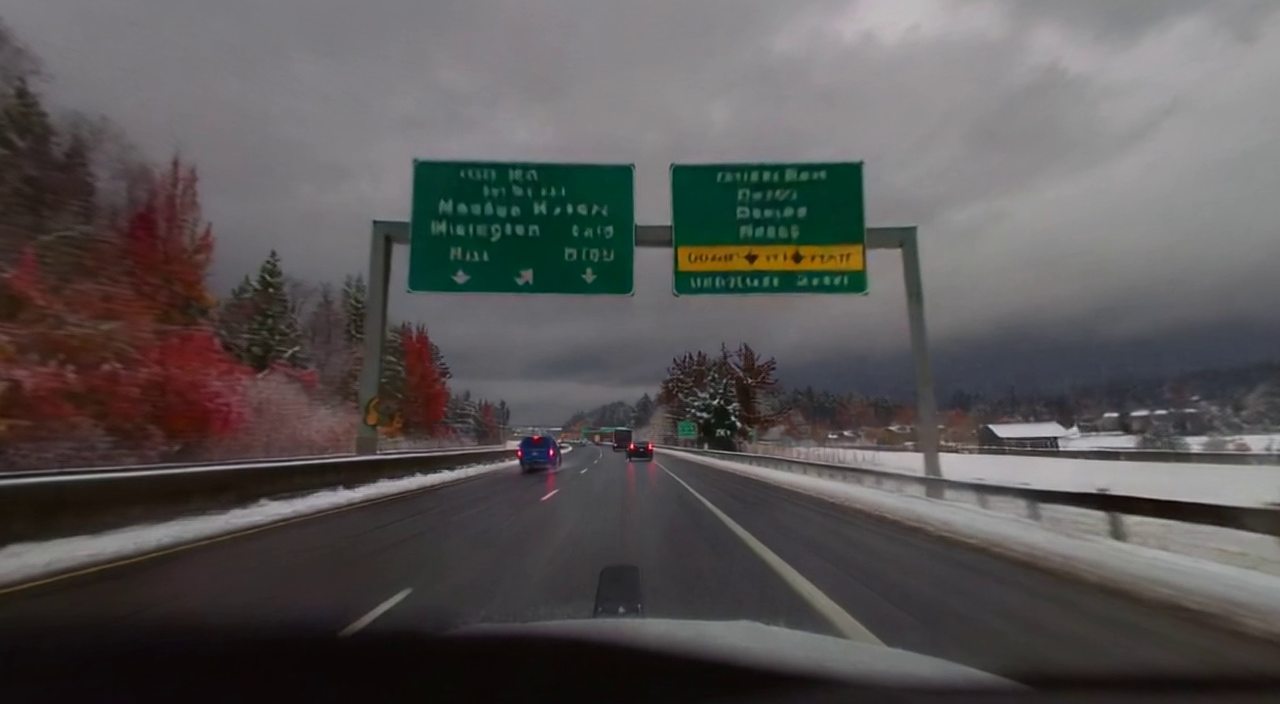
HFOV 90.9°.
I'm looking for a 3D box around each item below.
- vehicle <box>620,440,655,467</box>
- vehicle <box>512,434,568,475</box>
[{"bbox_3d":[-0.205,6.029,37.652,1.939,1.497,3.863,0,-8,-2],"label":"vehicle"},{"bbox_3d":[-4.493,4.656,28.815,1.924,1.720,4.195,0,-8,-1],"label":"vehicle"}]
